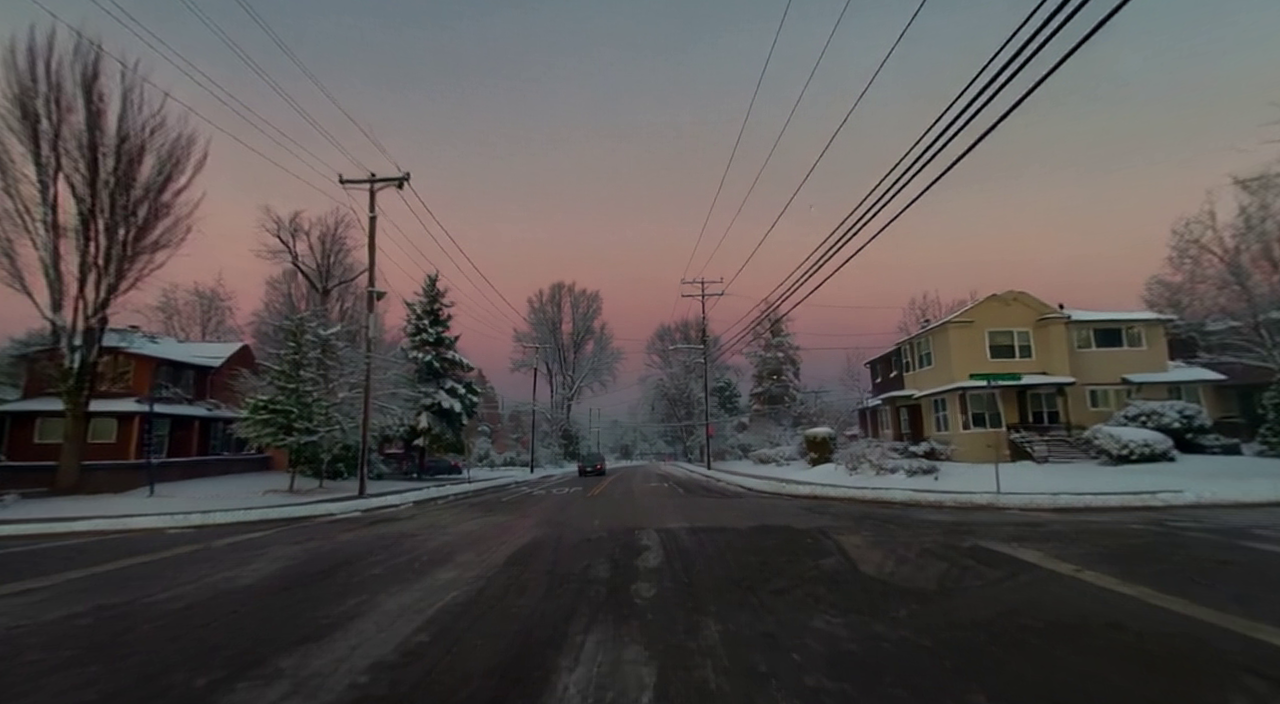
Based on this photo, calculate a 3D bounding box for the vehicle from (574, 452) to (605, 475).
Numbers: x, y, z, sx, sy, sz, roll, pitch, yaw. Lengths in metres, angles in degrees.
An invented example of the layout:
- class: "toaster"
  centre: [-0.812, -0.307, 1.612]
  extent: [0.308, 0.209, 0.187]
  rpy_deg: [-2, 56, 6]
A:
- class: "vehicle"
  centre: [-3.762, 8.392, 47.711]
  extent: [1.935, 1.595, 3.972]
  rpy_deg: [0, -8, 1]
